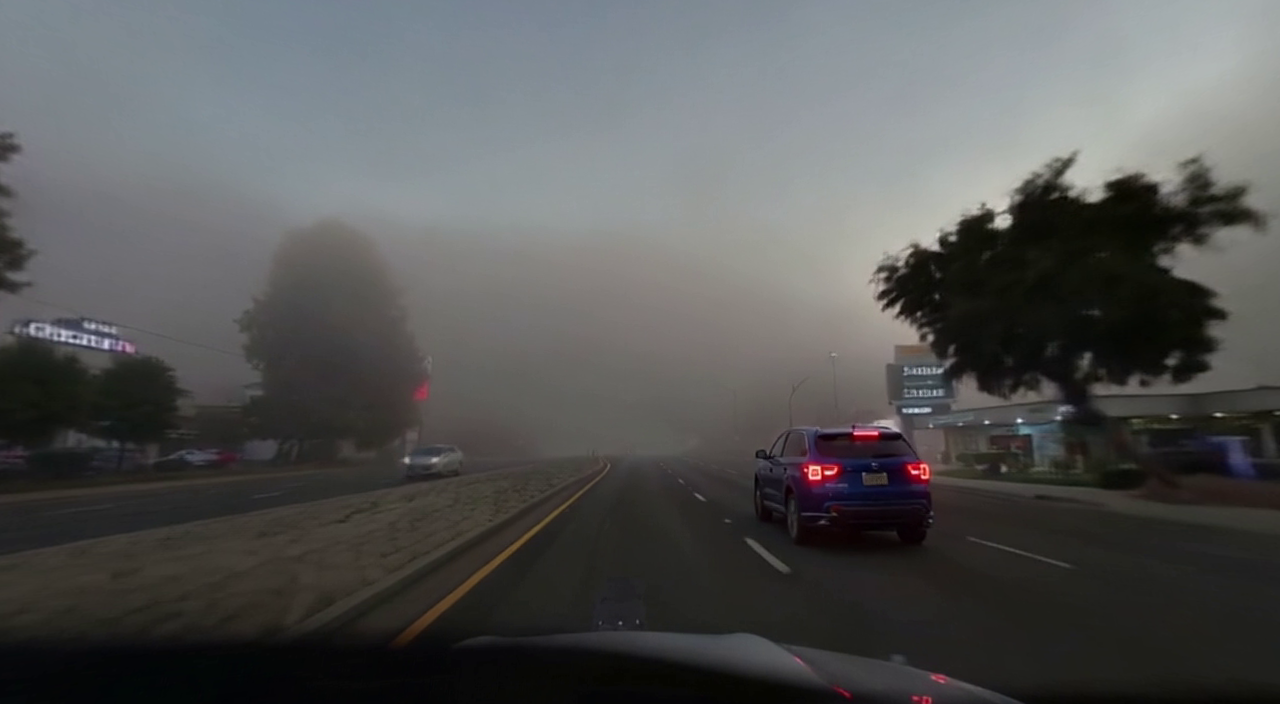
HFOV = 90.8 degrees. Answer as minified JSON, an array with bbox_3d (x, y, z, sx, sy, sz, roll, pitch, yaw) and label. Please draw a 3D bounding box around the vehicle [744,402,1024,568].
[{"bbox_3d":[3.039,1.789,9.232,2.130,1.790,4.615,0,-9,-1],"label":"vehicle"}]
